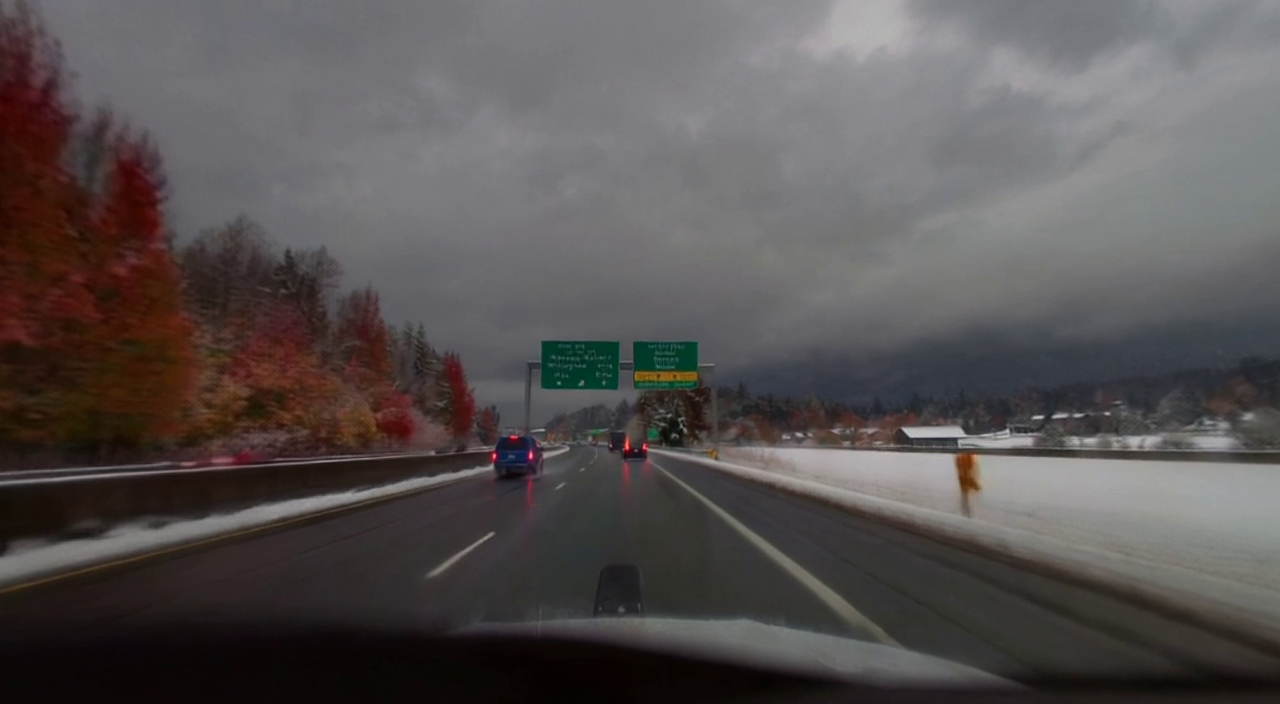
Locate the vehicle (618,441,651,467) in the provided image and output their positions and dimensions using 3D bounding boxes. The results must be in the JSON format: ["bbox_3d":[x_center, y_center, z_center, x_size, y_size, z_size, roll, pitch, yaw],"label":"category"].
[{"bbox_3d":[-0.394,6.255,38.862,1.939,1.497,3.863,0,-8,-1],"label":"vehicle"}]

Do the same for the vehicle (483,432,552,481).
[{"bbox_3d":[-4.710,4.064,24.752,1.924,1.720,4.195,0,-8,-1],"label":"vehicle"}]
